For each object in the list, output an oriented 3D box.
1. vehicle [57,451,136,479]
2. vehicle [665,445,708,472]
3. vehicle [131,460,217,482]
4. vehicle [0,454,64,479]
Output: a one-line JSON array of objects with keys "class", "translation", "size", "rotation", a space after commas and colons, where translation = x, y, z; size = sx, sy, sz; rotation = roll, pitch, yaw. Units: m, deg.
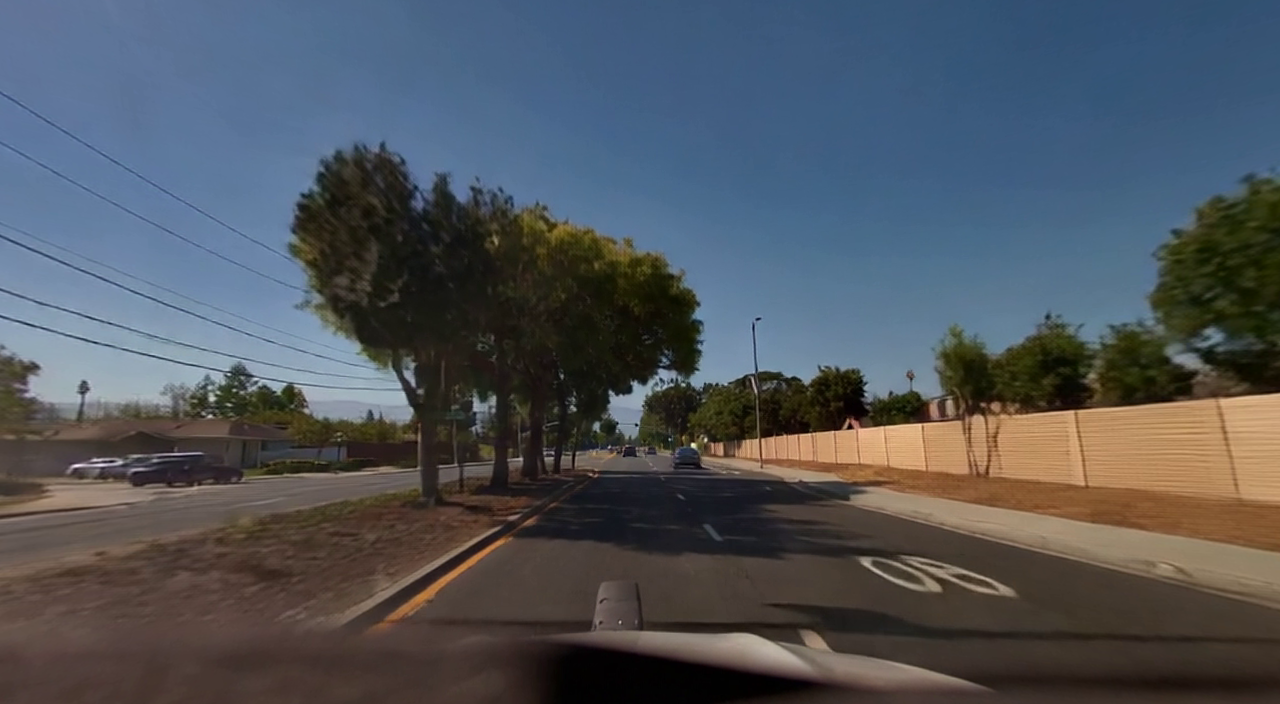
[{"class": "vehicle", "translation": [-42.738, 8.861, 49.630], "size": [2.040, 1.792, 4.780], "rotation": [-4, -8, -1]}, {"class": "vehicle", "translation": [2.633, 6.176, 36.720], "size": [2.105, 1.490, 4.008], "rotation": [0, -9, -1]}, {"class": "vehicle", "translation": [-32.301, 8.256, 43.681], "size": [4.384, 1.463, 1.969], "rotation": [0, -9, 0]}, {"class": "vehicle", "translation": [-47.945, 8.858, 49.057], "size": [1.903, 1.810, 4.111], "rotation": [-1, -9, 6]}]
